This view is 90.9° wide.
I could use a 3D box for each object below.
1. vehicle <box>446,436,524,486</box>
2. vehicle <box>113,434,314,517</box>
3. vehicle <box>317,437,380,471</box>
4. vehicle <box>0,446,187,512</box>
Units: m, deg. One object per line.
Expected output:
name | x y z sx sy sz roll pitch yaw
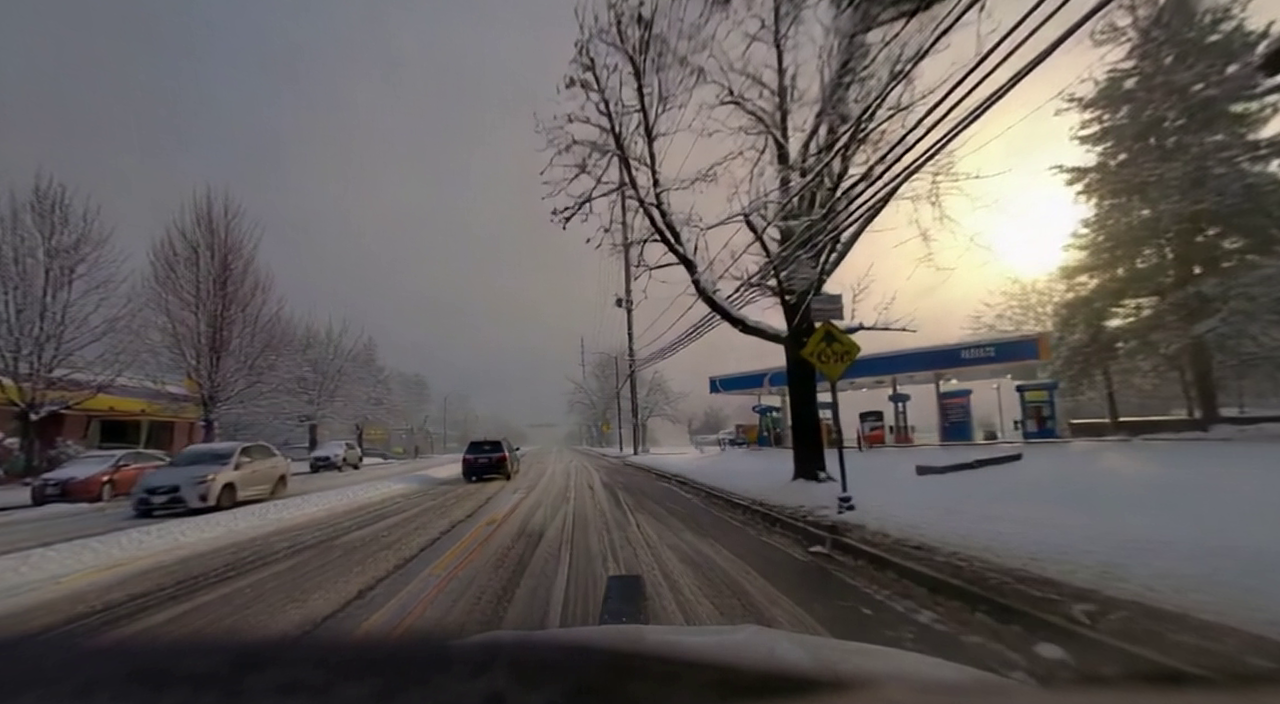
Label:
vehicle | -5.188 3.665 21.621 2.073 1.525 3.968 1 -8 -7
vehicle | -9.932 2.850 15.249 2.129 1.655 4.442 1 -8 -7
vehicle | -19.938 6.939 43.396 2.353 2.144 4.847 0 -8 -5
vehicle | -17.292 3.945 20.253 2.276 1.760 4.779 0 -8 -6
